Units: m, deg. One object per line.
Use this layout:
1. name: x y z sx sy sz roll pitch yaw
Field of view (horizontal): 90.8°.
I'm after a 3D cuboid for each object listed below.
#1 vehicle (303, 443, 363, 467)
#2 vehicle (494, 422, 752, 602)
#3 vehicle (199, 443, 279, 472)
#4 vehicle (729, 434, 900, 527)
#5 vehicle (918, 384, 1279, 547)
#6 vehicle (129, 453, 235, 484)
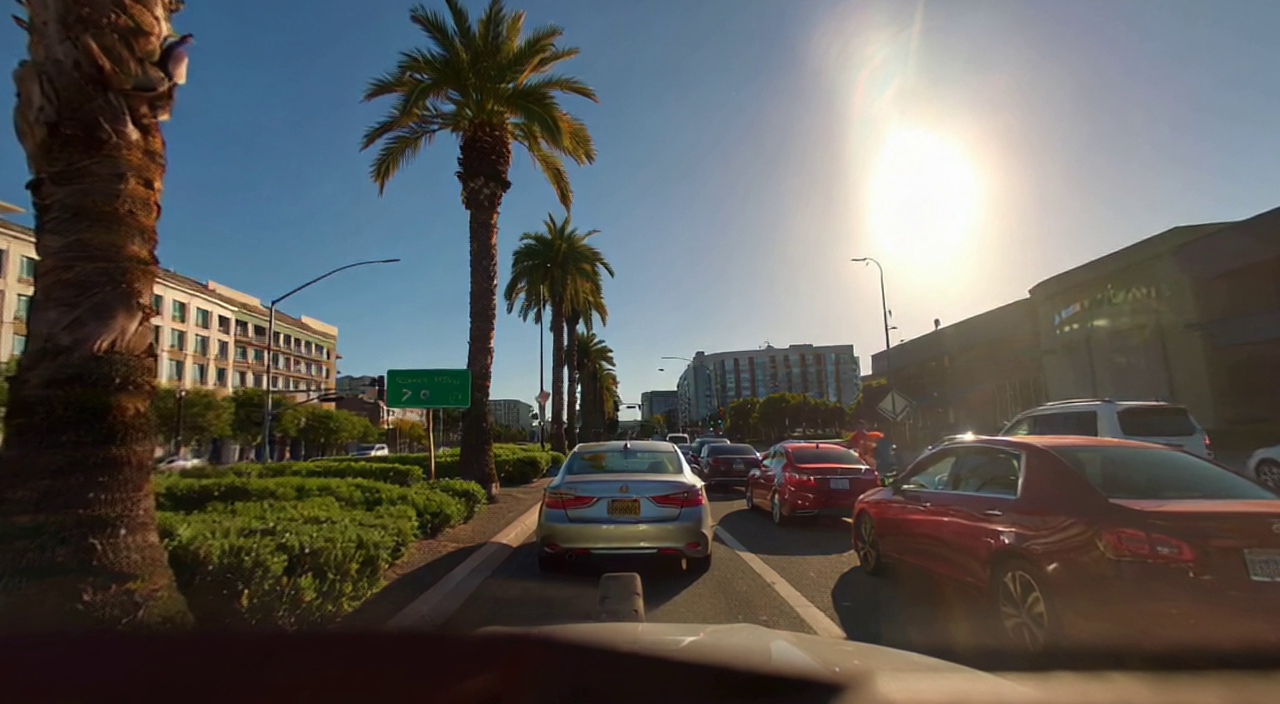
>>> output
1. vehicle: -23.974 8.044 49.644 2.055 1.759 5.200 0 -8 1
2. vehicle: -0.155 1.638 7.343 2.158 1.498 3.919 0 -8 0
3. vehicle: -28.302 7.445 44.836 2.115 1.884 5.481 0 -8 0
4. vehicle: 3.088 2.368 12.270 1.925 1.451 4.436 0 -8 -2
5. vehicle: 7.206 1.857 10.925 2.254 2.072 5.577 0 -8 0
6. vehicle: -23.732 6.012 33.000 1.972 1.425 4.765 0 -8 0
